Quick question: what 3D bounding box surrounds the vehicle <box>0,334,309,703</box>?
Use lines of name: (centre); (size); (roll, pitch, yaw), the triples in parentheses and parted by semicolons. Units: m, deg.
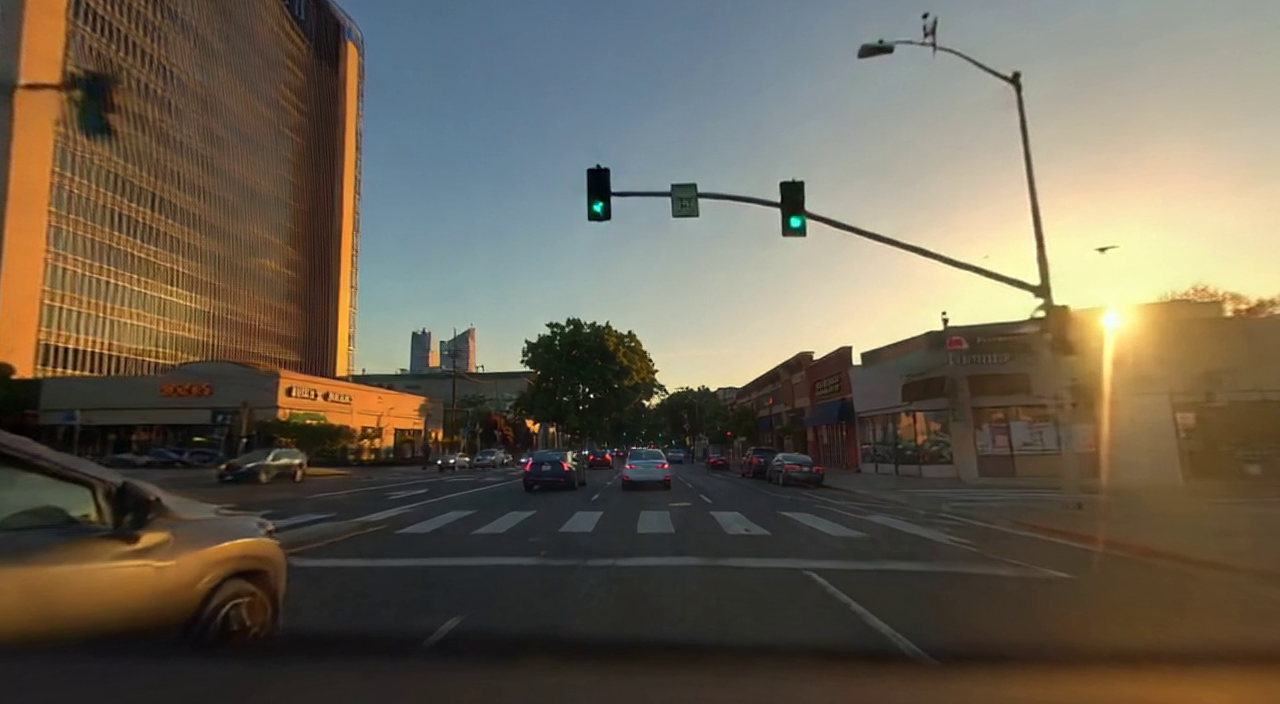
vehicle: (-2.960, 0.695, 1.334); (2.049, 1.646, 4.445); (0, -9, 1)

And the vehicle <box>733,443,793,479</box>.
vehicle: (6.673, 5.975, 34.799); (2.159, 1.817, 5.056); (0, -9, -1)

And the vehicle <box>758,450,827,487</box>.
vehicle: (6.593, 5.077, 27.763); (1.944, 1.462, 4.406); (0, -9, 0)

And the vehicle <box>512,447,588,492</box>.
vehicle: (-3.118, 4.173, 22.786); (1.950, 1.450, 4.257); (-1, -9, 2)

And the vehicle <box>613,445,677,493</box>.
vehicle: (0.195, 4.023, 22.035); (2.037, 1.484, 4.073); (0, -9, 1)
